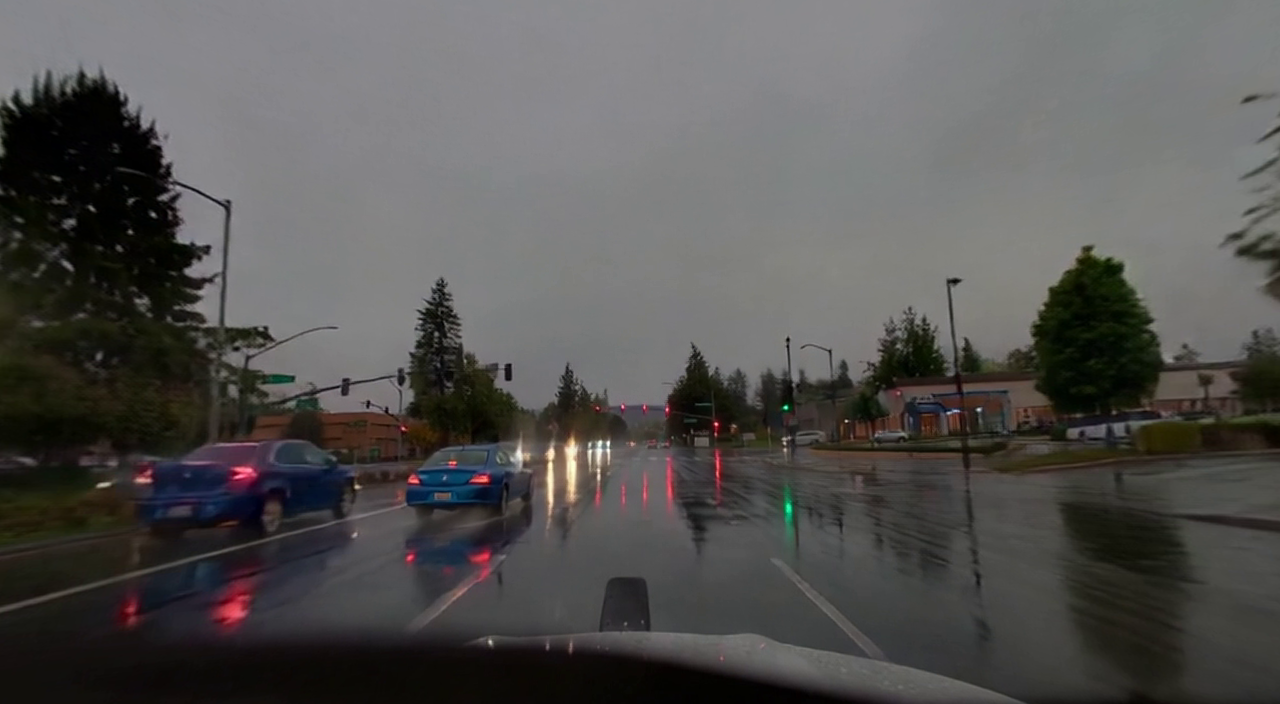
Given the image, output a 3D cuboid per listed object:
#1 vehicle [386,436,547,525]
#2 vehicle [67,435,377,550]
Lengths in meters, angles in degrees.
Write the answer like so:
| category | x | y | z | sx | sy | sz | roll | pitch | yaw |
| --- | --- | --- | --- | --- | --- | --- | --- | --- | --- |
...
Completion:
| category | x | y | z | sx | sy | sz | roll | pitch | yaw |
| --- | --- | --- | --- | --- | --- | --- | --- | --- | --- |
| vehicle | -3.233 | 2.491 | 12.803 | 1.924 | 1.480 | 4.421 | 0 | -9 | 1 |
| vehicle | -6.560 | 2.233 | 10.779 | 2.027 | 1.501 | 4.707 | 0 | -9 | 1 |
